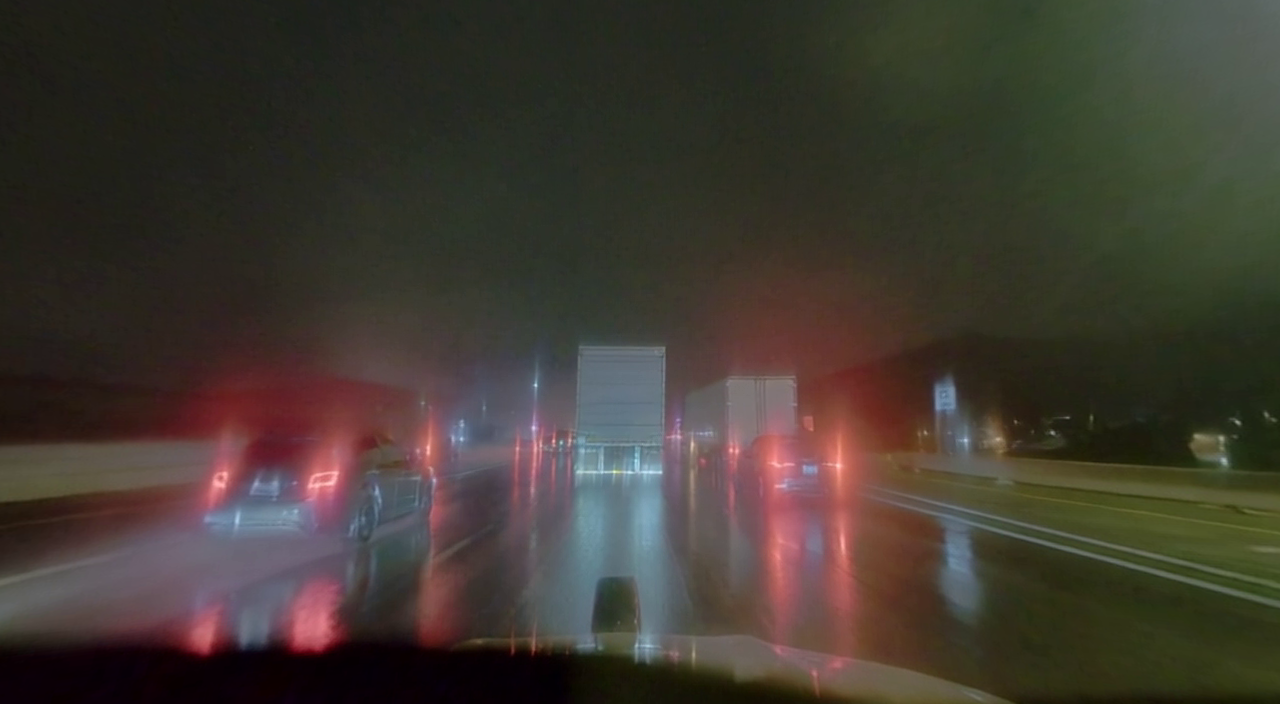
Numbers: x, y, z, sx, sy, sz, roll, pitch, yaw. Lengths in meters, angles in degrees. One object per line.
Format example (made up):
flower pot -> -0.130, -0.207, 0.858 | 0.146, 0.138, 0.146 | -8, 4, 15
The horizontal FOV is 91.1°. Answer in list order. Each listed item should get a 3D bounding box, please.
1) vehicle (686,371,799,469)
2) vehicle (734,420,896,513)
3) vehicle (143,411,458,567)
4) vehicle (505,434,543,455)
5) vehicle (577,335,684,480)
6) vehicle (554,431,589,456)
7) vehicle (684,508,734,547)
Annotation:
vehicle -> 4.662, 3.795, 32.451 | 2.863, 3.936, 14.058 | 1, -9, -3
vehicle -> 3.205, 2.170, 12.501 | 1.976, 1.513, 4.065 | 0, -8, -1
vehicle -> -3.847, 1.587, 8.047 | 1.882, 1.493, 3.828 | 0, -8, 0
vehicle -> -8.541, 6.840, 46.805 | 2.019, 1.471, 4.347 | 0, -8, 0
vehicle -> -0.386, 2.176, 22.523 | 2.938, 4.033, 9.980 | 0, -8, -1
vehicle -> -4.605, 6.202, 42.859 | 1.986, 1.612, 4.155 | 0, -8, 0
vehicle -> 4.341, 11.138, 40.077 | 2.835, 2.000, 2.696 | 0, -7, -2
